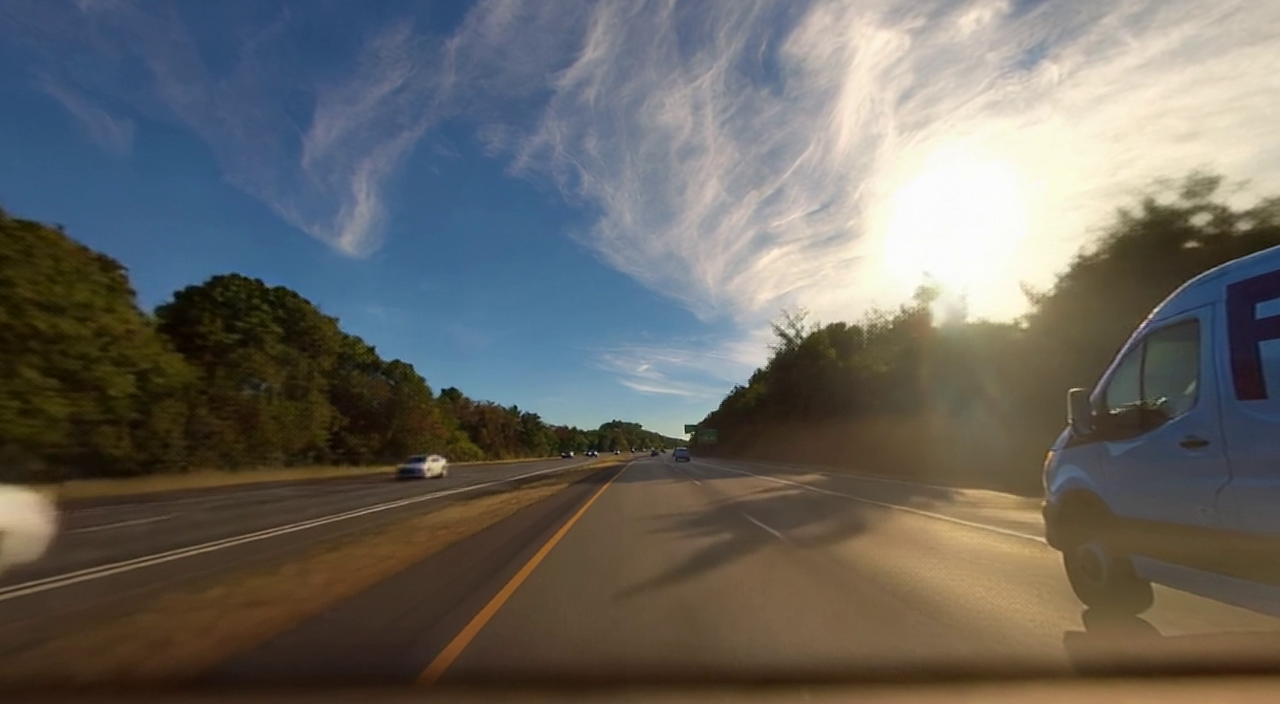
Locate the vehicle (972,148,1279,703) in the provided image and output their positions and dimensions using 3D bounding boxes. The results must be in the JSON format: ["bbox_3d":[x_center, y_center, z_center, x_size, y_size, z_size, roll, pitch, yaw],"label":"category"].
[{"bbox_3d":[3.924,0.314,1.788,2.522,2.556,6.180,0,-9,0],"label":"vehicle"}]

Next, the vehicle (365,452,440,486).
[{"bbox_3d":[-11.894,5.867,31.929,2.025,1.508,4.658,0,-9,0],"label":"vehicle"}]
